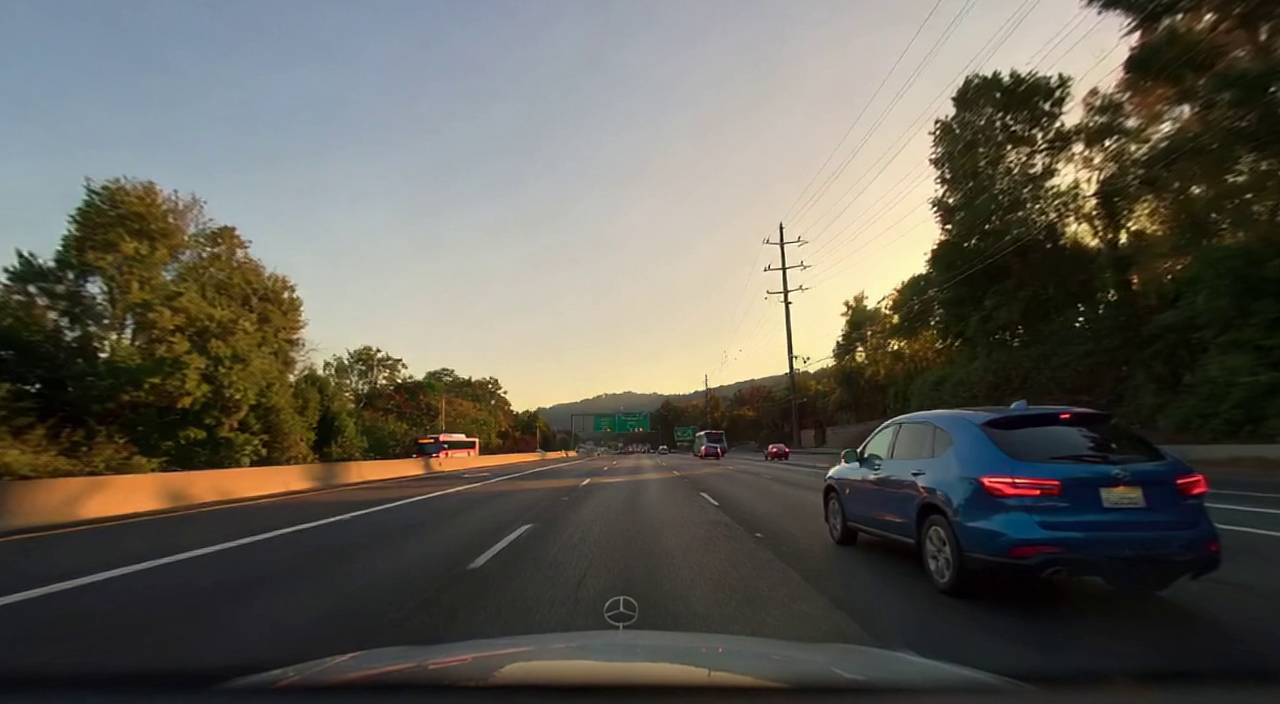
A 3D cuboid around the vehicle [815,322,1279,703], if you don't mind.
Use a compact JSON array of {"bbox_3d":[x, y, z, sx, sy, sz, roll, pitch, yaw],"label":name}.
[{"bbox_3d":[3.245,1.146,5.093,2.207,1.850,4.875,0,-9,0],"label":"vehicle"}]
